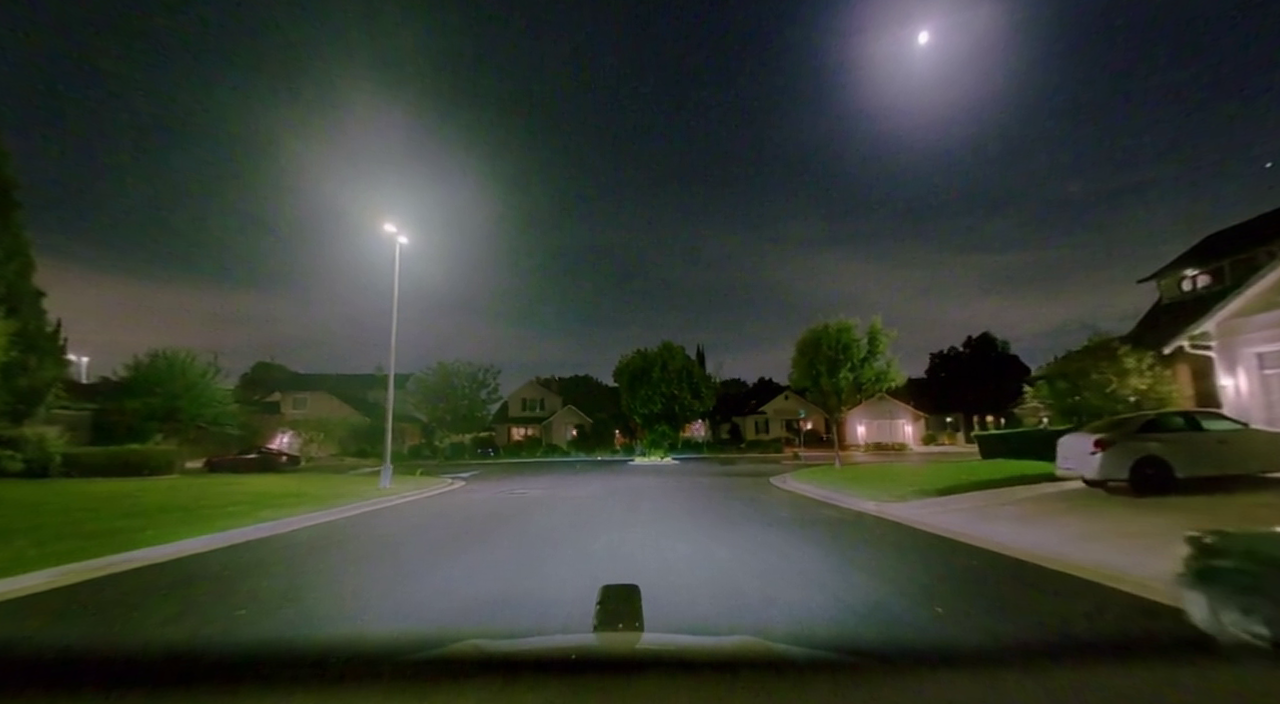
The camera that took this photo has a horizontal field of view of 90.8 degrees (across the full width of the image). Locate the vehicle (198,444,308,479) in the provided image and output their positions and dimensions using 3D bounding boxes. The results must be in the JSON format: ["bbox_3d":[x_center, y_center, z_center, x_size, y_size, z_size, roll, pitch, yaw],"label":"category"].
[{"bbox_3d":[-20.876,5.919,34.227,4.594,1.778,2.055,0,-8,0],"label":"vehicle"}]

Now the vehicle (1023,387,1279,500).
[{"bbox_3d":[10.627,1.721,12.224,4.888,1.807,2.224,-3,-8,0],"label":"vehicle"}]
